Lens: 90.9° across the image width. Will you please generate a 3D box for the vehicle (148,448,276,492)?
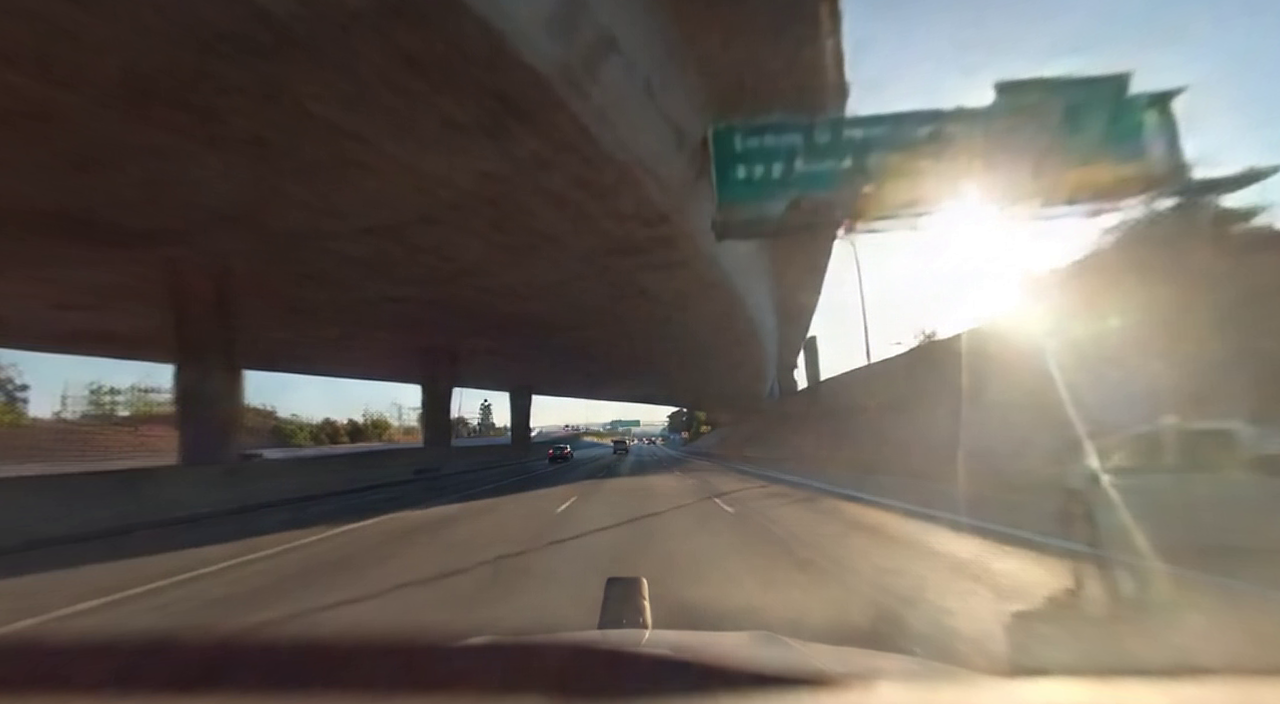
[{"bbox_3d":[-16.321,4.484,24.345,1.854,1.472,4.283,-1,-8,1],"label":"vehicle"}]
